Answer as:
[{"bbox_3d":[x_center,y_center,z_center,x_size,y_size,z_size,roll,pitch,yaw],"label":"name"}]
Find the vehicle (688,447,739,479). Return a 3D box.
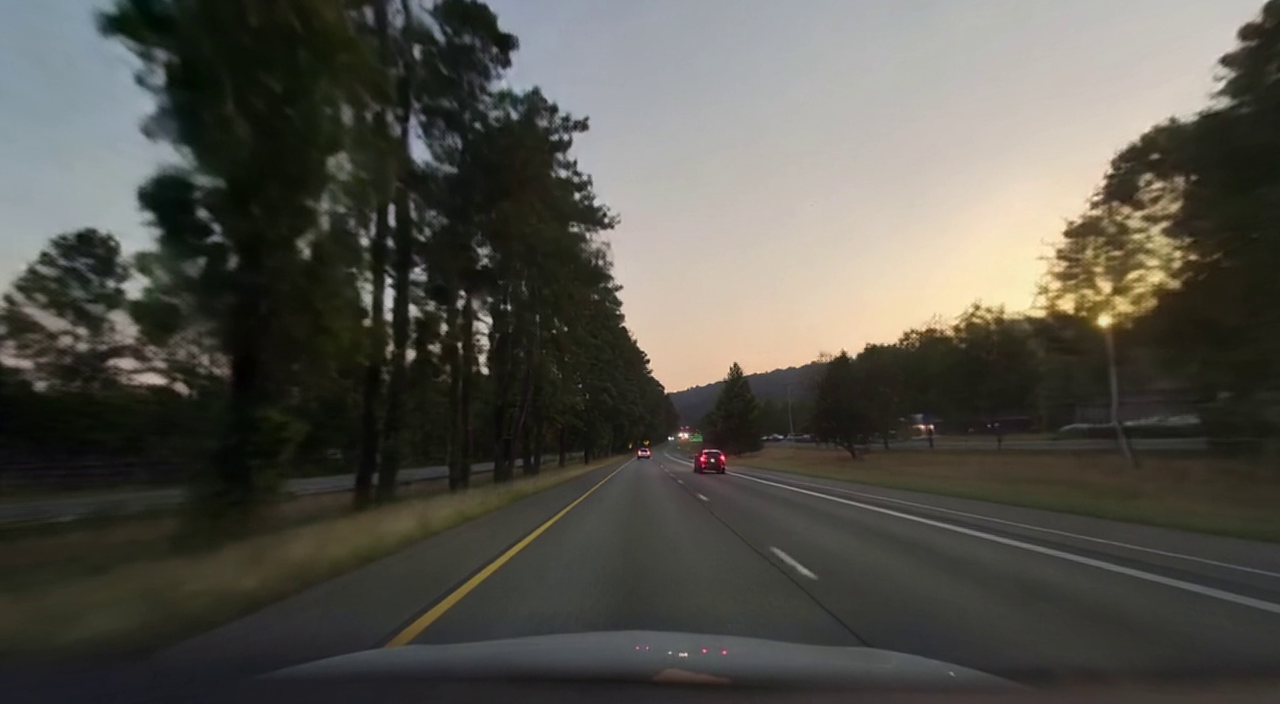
[{"bbox_3d":[3.732,5.741,32.735,2.115,1.522,4.330,0,-9,0],"label":"vehicle"}]
